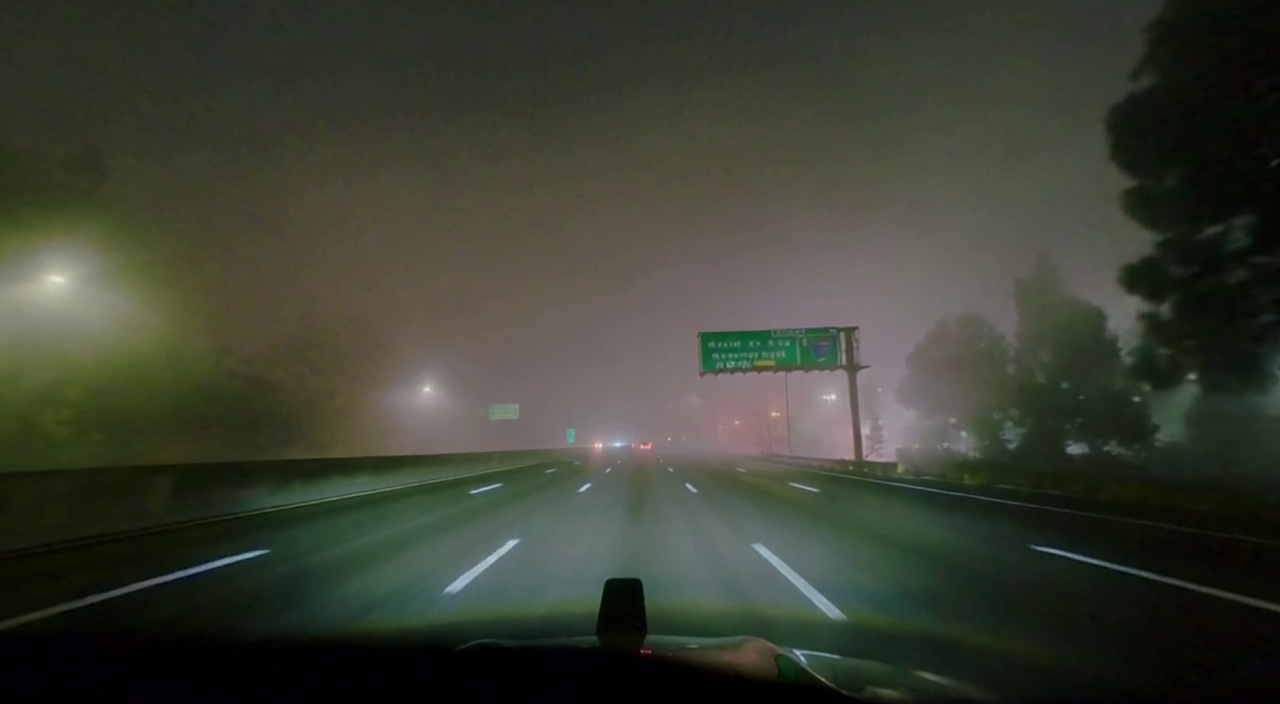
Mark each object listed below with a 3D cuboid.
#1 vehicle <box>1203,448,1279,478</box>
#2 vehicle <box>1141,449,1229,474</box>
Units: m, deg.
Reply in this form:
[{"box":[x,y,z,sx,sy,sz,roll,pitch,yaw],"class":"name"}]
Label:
[{"box":[42.266,7.630,43.420,4.888,1.742,2.113,-3,-8,0],"class":"vehicle"},{"box":[41.152,8.260,47.713,4.709,1.790,1.939,0,-8,1],"class":"vehicle"}]
